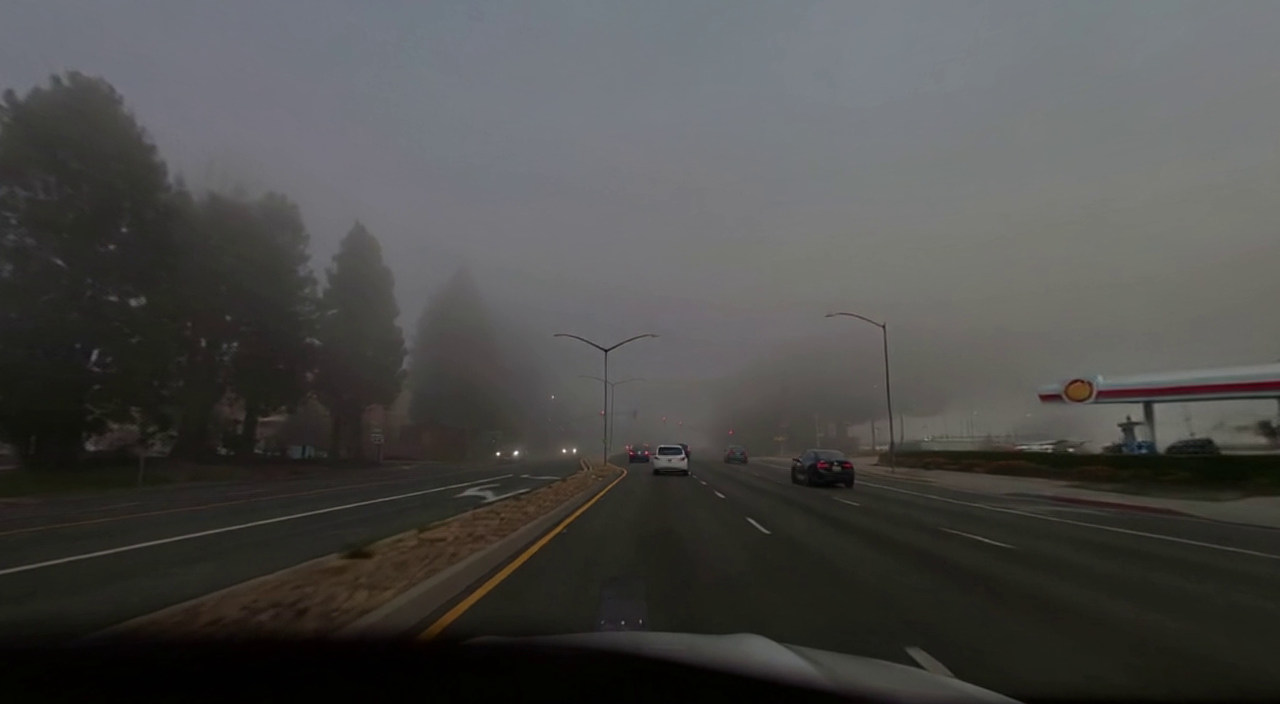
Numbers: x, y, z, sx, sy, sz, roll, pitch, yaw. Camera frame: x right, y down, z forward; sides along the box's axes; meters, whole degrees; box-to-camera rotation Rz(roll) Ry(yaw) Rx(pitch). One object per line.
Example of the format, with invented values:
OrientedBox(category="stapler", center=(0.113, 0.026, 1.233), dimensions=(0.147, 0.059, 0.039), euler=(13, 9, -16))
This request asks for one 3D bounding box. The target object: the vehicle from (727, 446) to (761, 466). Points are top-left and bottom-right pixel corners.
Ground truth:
OrientedBox(category="vehicle", center=(8.210, 8.190, 49.789), dimensions=(1.930, 1.479, 4.477), euler=(0, -8, 0))

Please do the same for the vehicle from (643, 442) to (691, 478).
OrientedBox(category="vehicle", center=(1.157, 4.835, 28.362), dimensions=(1.971, 1.479, 4.493), euler=(0, -8, 1))

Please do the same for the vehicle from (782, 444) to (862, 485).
OrientedBox(category="vehicle", center=(7.183, 4.473, 25.257), dimensions=(1.918, 1.484, 4.456), euler=(0, -8, 0))
